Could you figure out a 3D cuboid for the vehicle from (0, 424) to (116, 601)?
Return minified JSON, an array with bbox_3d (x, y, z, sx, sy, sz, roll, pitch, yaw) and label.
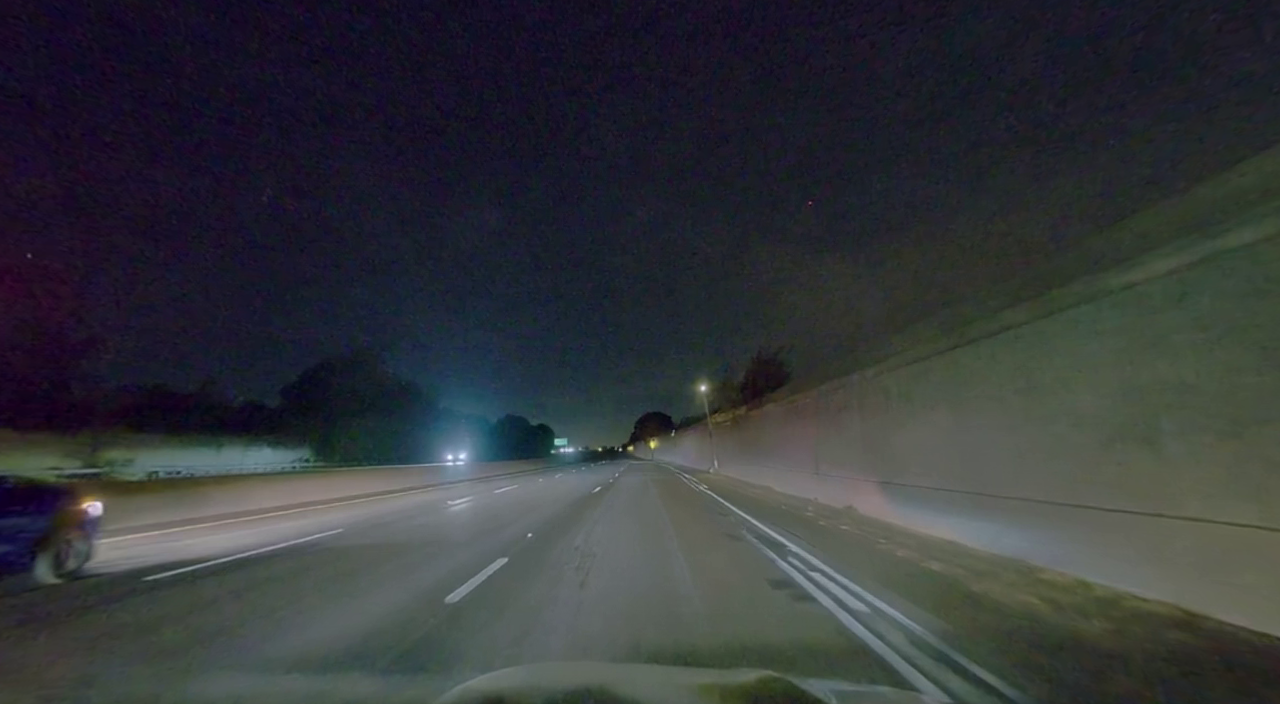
[{"bbox_3d":[-6.917,1.287,4.636,2.172,1.587,4.518,0,-9,1],"label":"vehicle"}]
